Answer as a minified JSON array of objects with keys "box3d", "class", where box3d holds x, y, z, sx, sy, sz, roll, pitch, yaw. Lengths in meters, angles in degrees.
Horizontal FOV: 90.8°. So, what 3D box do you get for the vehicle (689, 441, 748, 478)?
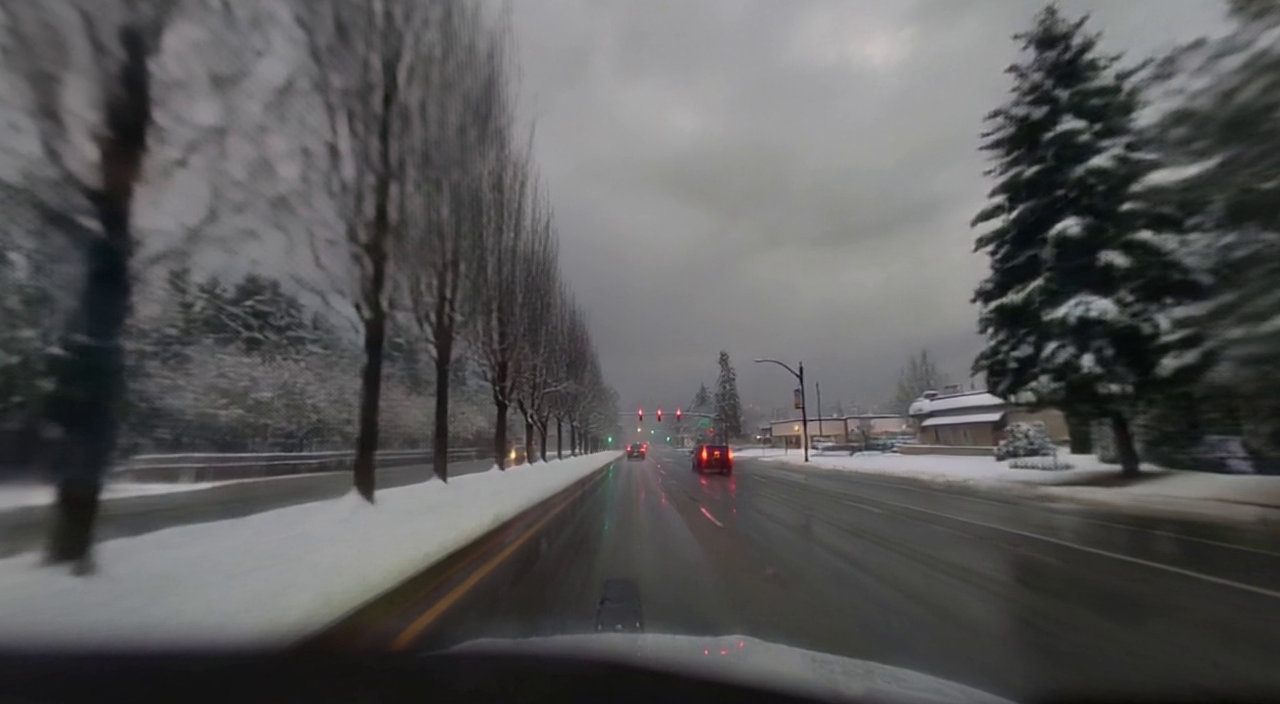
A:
[{"box3d":[3.406,4.767,28.191,1.983,1.482,4.463,0,-9,-1],"class":"vehicle"}]
